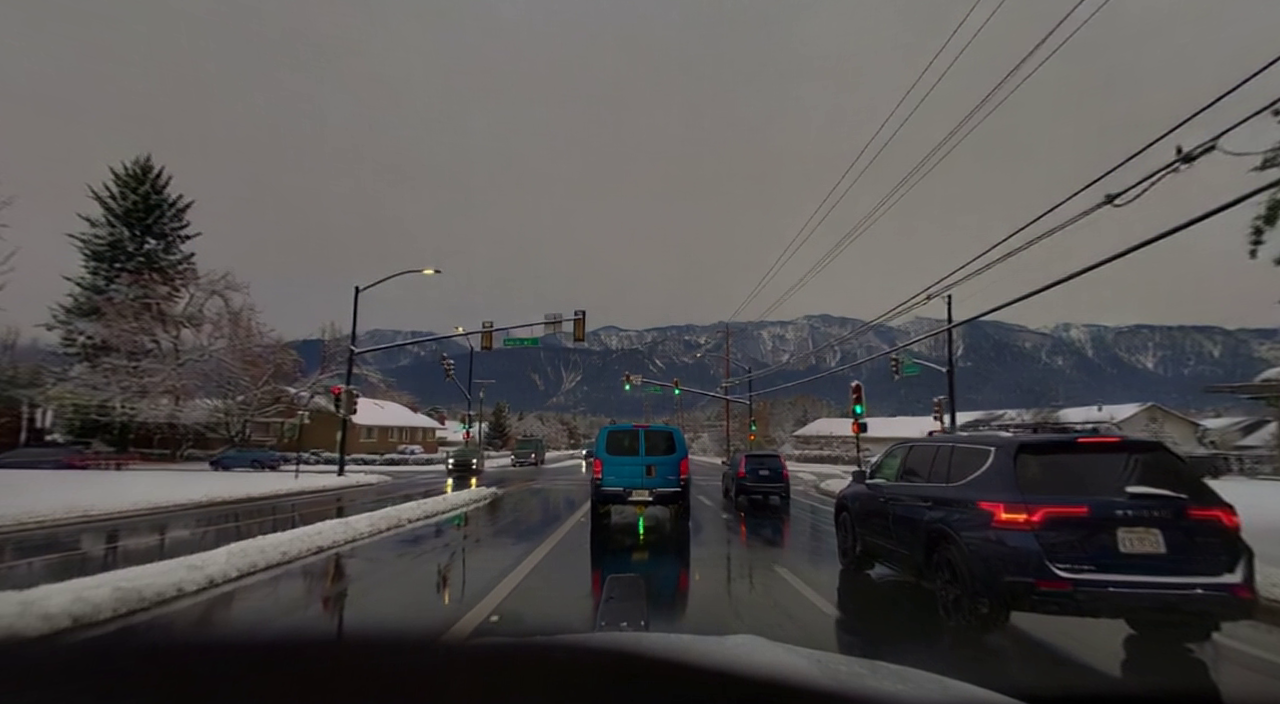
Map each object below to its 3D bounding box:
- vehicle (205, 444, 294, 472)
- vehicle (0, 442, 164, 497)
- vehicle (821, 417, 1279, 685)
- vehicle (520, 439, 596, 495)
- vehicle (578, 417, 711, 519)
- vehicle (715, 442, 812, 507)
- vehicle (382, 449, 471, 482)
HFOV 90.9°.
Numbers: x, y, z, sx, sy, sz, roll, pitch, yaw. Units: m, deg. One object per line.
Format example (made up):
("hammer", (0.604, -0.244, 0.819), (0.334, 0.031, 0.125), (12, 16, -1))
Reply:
("vehicle", (-25.192, 6.815, 40.717), (4.428, 1.738, 1.886), (0, -8, 0))
("vehicle", (-20.423, 4.277, 23.407), (1.996, 1.809, 4.699), (1, -8, -5))
("vehicle", (3.591, 1.600, 6.374), (2.155, 1.658, 4.721), (0, -8, 1))
("vehicle", (-2.790, 4.034, 22.539), (2.059, 1.749, 4.458), (0, -8, 1))
("vehicle", (0.100, 2.698, 15.158), (2.636, 2.011, 5.130), (0, -8, 0))
("vehicle", (3.476, 3.512, 18.581), (1.957, 1.646, 4.355), (0, -8, 0))
("vehicle", (-11.088, 5.804, 32.576), (4.644, 1.533, 2.005), (-6, -11, 36))
